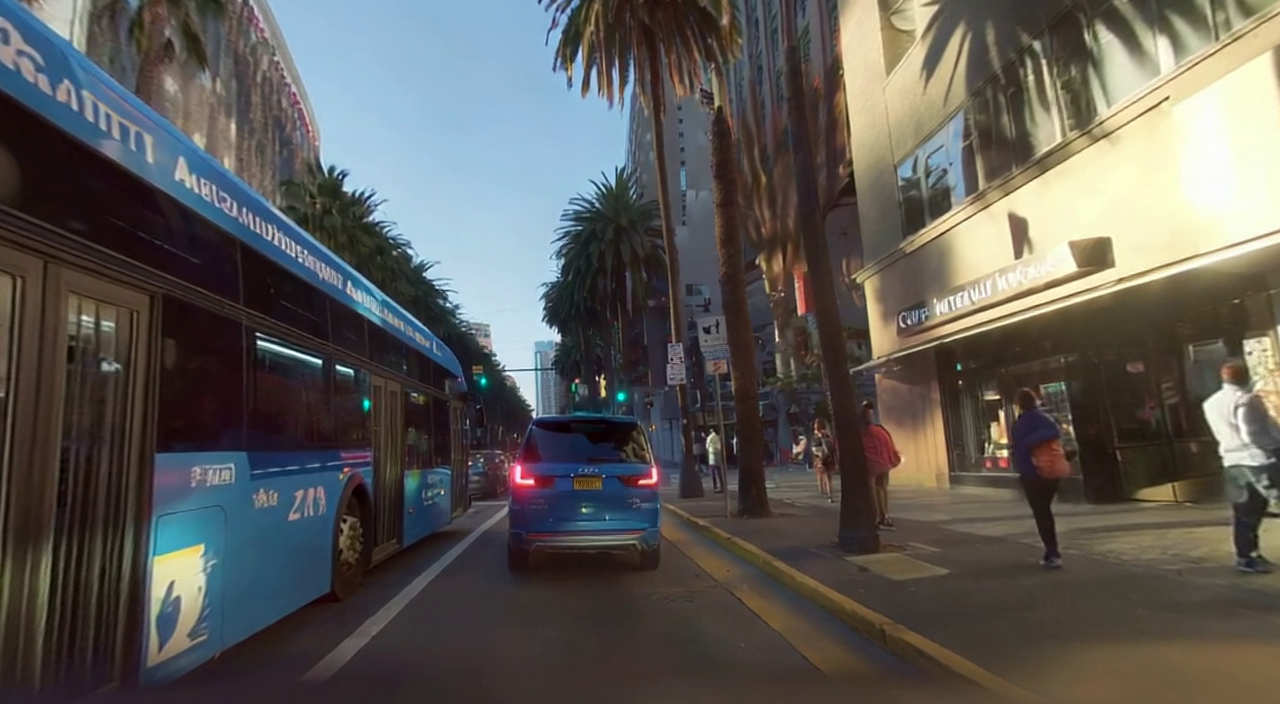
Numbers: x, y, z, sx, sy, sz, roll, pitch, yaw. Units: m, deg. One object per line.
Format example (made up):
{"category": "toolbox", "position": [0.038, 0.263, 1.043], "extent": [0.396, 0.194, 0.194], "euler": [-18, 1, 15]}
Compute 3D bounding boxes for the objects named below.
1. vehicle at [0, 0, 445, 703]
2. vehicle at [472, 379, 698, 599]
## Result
{"category": "vehicle", "position": [-3.742, 0.091, 2.823], "extent": [2.863, 3.233, 11.573], "euler": [0, -8, -4]}
{"category": "vehicle", "position": [-0.805, 1.519, 7.800], "extent": [2.002, 1.907, 4.211], "euler": [1, -9, -9]}
